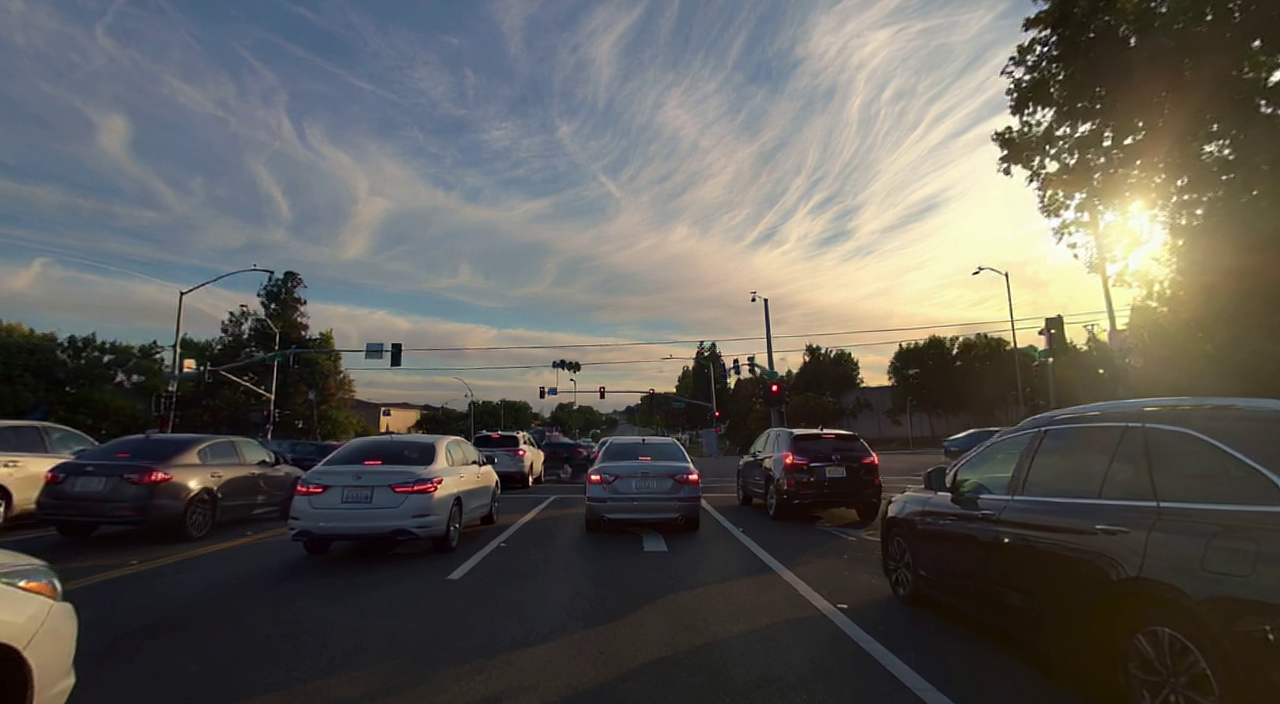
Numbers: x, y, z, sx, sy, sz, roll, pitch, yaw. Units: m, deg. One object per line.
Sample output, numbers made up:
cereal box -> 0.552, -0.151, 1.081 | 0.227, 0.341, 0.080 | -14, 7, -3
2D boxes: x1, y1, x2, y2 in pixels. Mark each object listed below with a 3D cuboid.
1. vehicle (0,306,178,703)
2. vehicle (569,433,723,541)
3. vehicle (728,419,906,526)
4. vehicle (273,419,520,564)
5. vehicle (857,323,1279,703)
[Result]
vehicle -> -3.200, 0.496, 0.604 | 2.079, 1.756, 4.676 | 0, -8, -3
vehicle -> 0.007, 2.102, 10.429 | 2.076, 1.438, 3.770 | 0, -8, -2
vehicle -> 3.079, 2.199, 12.008 | 2.106, 1.667, 4.101 | 0, -8, -1
vehicle -> -3.057, 1.836, 9.077 | 1.896, 1.546, 4.378 | 0, -8, -1
vehicle -> 3.153, 0.993, 3.736 | 2.074, 1.685, 4.387 | 0, -8, -1
